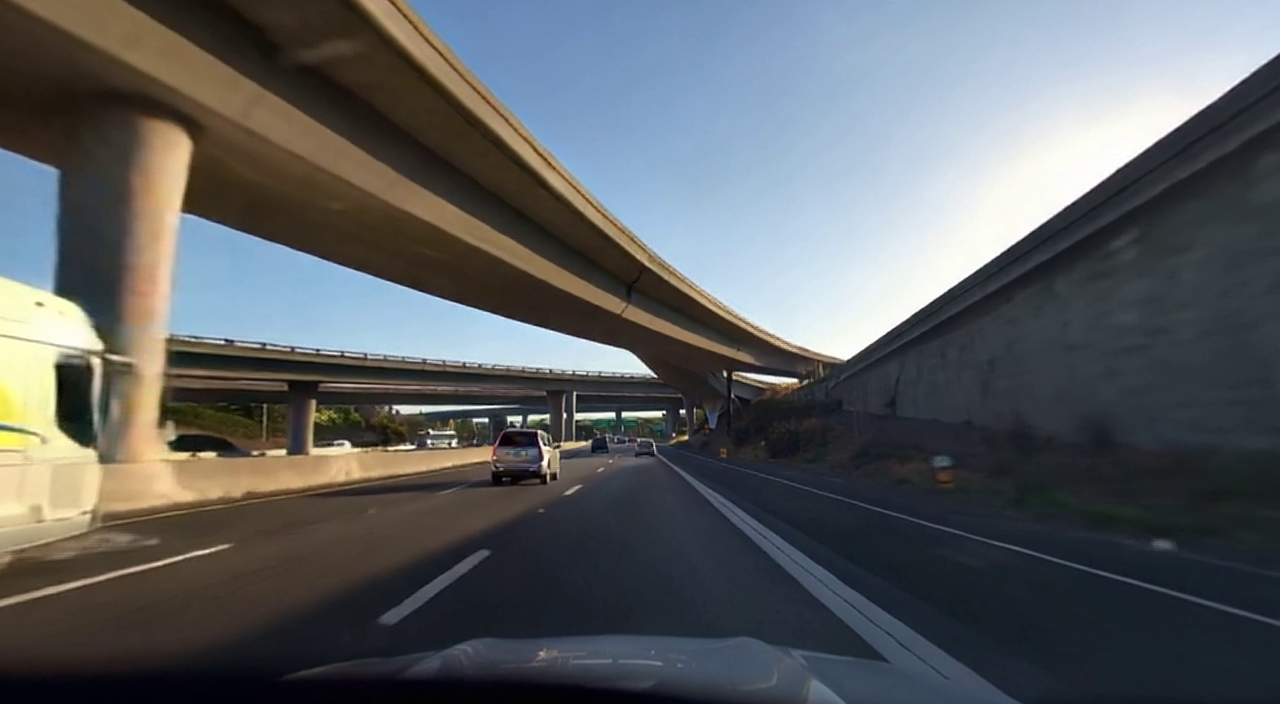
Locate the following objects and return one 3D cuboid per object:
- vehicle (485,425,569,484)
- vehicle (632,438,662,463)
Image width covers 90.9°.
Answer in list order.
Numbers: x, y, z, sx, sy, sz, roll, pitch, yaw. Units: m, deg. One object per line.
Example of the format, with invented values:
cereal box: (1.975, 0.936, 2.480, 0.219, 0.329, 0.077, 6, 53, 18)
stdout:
vehicle: (-4.047, 3.784, 23.494, 2.147, 1.918, 4.834, 0, -8, 1)
vehicle: (0.469, 7.106, 45.398, 2.052, 1.711, 4.223, 0, -8, 0)
